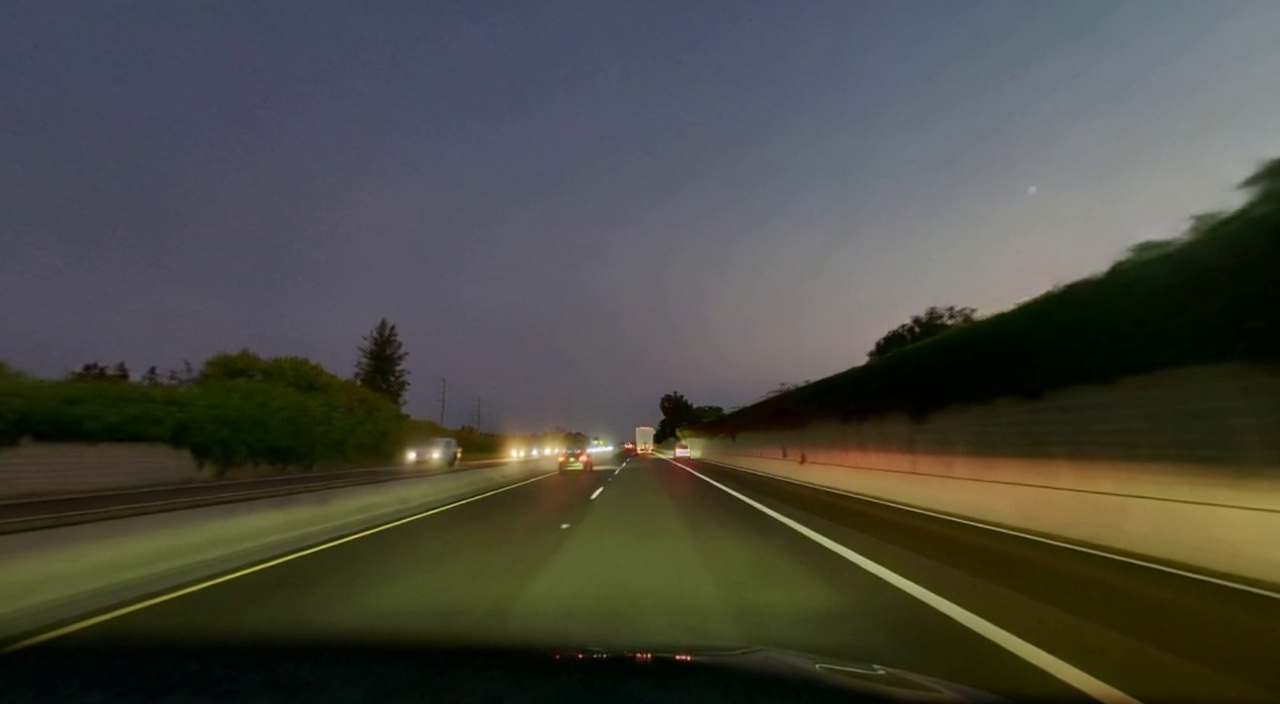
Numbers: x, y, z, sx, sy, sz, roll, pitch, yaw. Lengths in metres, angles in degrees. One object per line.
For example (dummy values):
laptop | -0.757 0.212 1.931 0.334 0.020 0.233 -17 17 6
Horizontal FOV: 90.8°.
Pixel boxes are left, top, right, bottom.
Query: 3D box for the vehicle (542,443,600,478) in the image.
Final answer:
vehicle | -3.028 4.873 28.589 2.020 1.475 4.434 0 -9 1

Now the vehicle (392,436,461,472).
vehicle | -11.872 5.703 35.490 2.075 1.873 4.972 0 -9 1
